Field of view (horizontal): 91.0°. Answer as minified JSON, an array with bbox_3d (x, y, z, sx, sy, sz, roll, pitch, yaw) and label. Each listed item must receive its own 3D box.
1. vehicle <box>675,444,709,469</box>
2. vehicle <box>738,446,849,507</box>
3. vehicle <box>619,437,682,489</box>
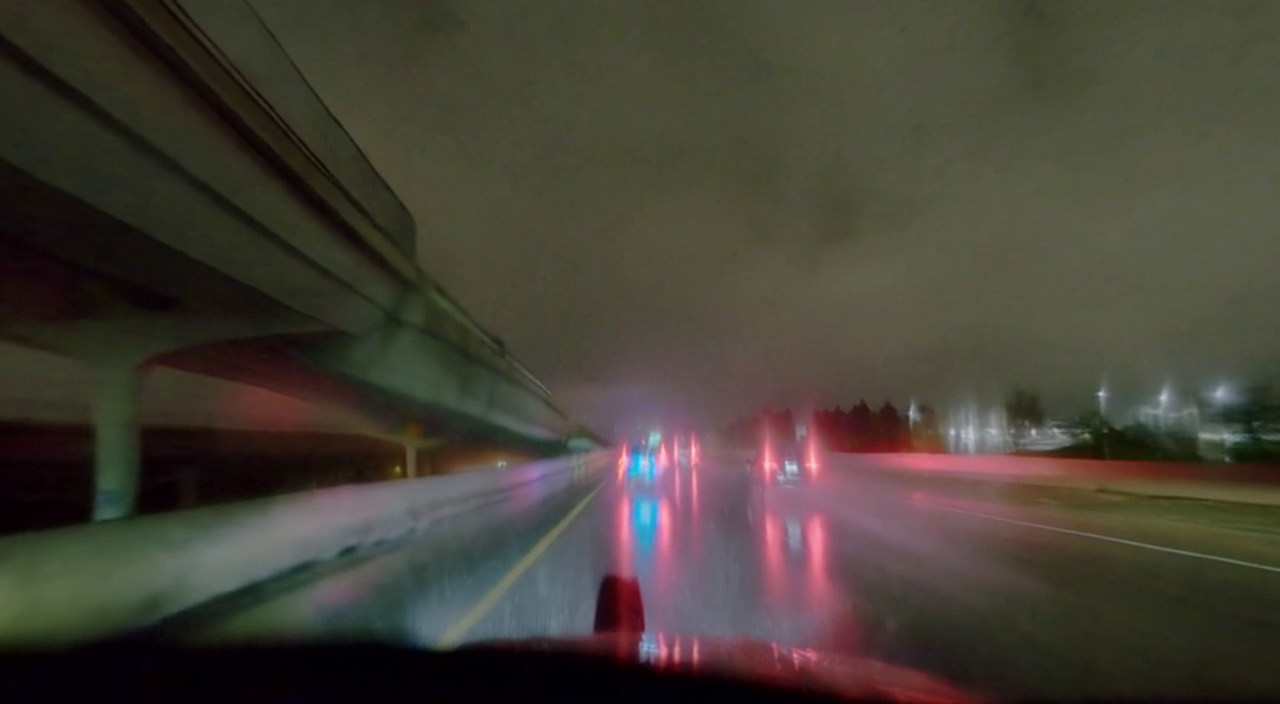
[{"bbox_3d":[3.716,7.602,45.765,2.047,1.700,4.069,0,-9,-1],"label":"vehicle"},{"bbox_3d":[4.189,3.449,17.934,2.047,1.500,4.017,0,-9,-2],"label":"vehicle"},{"bbox_3d":[0.359,4.346,24.968,2.264,1.841,4.583,0,-9,-1],"label":"vehicle"}]
